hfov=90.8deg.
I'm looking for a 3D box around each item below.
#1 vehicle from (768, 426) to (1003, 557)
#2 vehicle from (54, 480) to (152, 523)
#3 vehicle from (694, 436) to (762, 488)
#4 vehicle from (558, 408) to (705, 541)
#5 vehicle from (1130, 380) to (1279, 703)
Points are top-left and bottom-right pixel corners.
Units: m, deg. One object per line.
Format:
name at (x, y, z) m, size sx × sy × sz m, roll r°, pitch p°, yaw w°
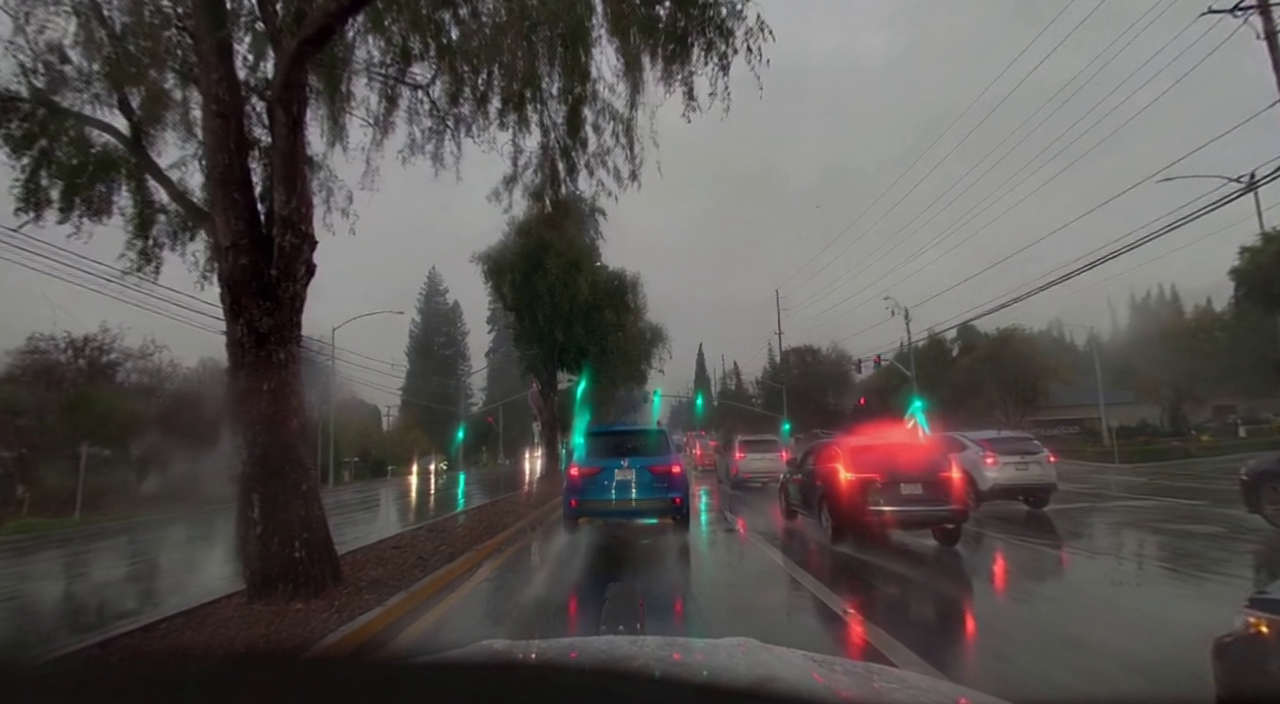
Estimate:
vehicle at (3.457, 2.034, 9.995) m, size 1.880 × 1.579 × 4.401 m, roll 0°, pitch -8°, yaw -1°
vehicle at (-26.383, 7.361, 31.024) m, size 4.526 × 1.715 × 1.989 m, roll -10°, pitch -13°, yaw 27°
vehicle at (3.219, 4.084, 23.853) m, size 1.915 × 1.765 × 4.047 m, roll 0°, pitch -8°, yaw -1°
vehicle at (-0.164, 2.187, 11.844) m, size 2.231 × 1.998 × 4.254 m, roll 0°, pitch -8°, yaw -1°
vehicle at (3.292, 0.638, 0.788) m, size 1.889 × 1.517 × 4.308 m, roll 0°, pitch -8°, yaw 0°
